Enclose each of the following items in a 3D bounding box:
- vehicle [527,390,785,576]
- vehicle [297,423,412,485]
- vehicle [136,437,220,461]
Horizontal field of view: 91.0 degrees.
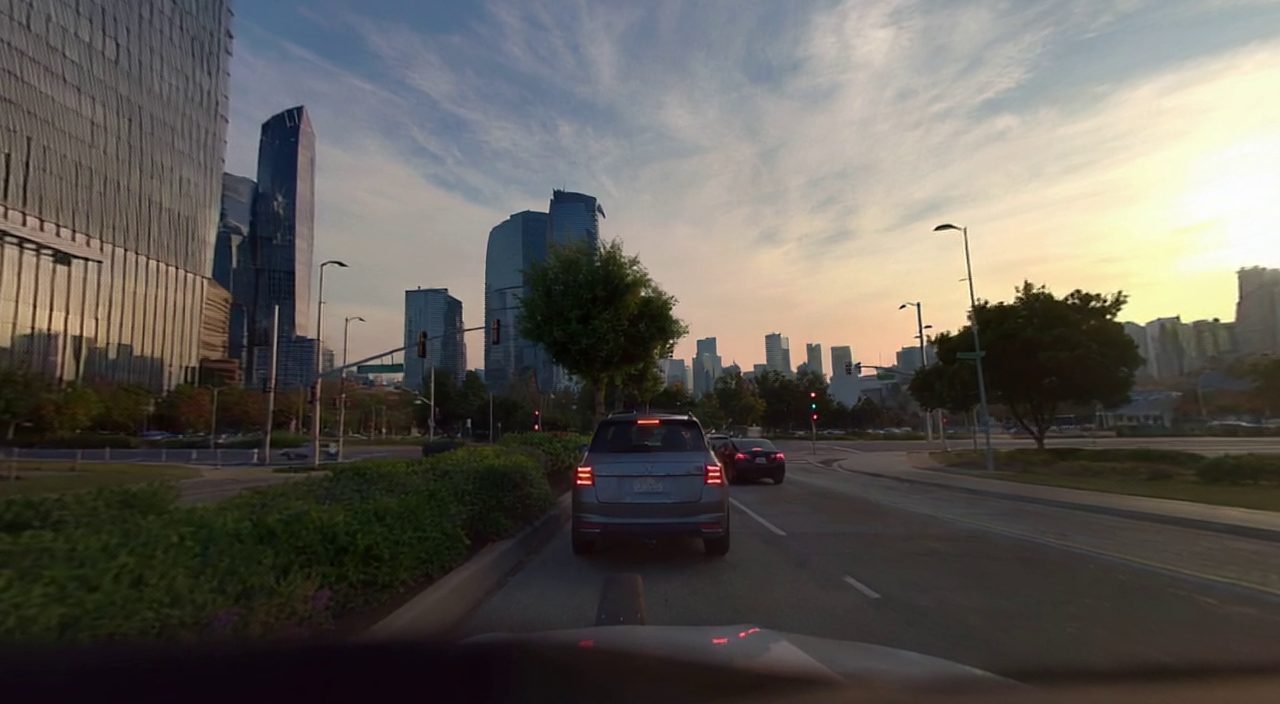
[{"bbox_3d":[0.158,1.669,8.721,2.601,1.878,4.535,0,-9,0],"label":"vehicle"},{"bbox_3d":[-11.894,4.320,26.934,2.717,2.310,6.448,1,-9,-8],"label":"vehicle"},{"bbox_3d":[-34.536,7.234,47.147,4.622,1.742,1.965,0,-9,-2],"label":"vehicle"}]
